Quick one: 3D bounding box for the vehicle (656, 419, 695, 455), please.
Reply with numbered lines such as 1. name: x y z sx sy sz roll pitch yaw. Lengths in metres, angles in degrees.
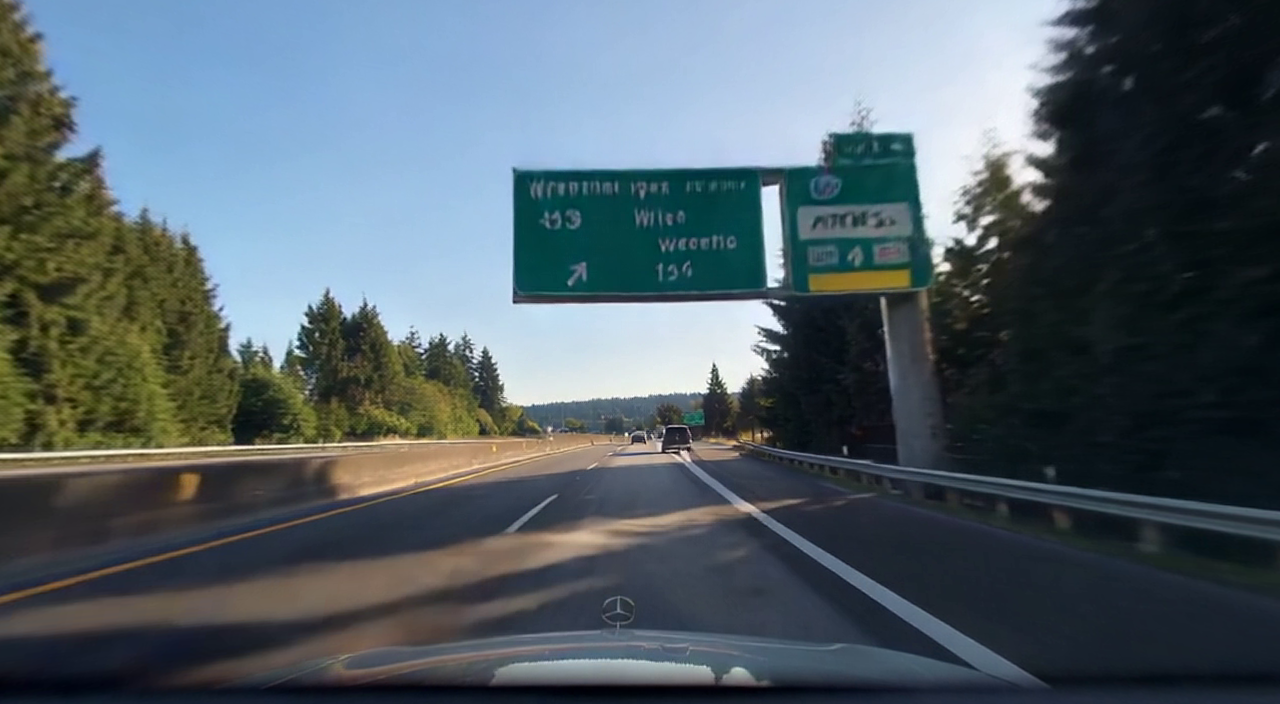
1. vehicle: 2.361 5.839 43.408 2.450 2.314 4.753 0 -8 1
